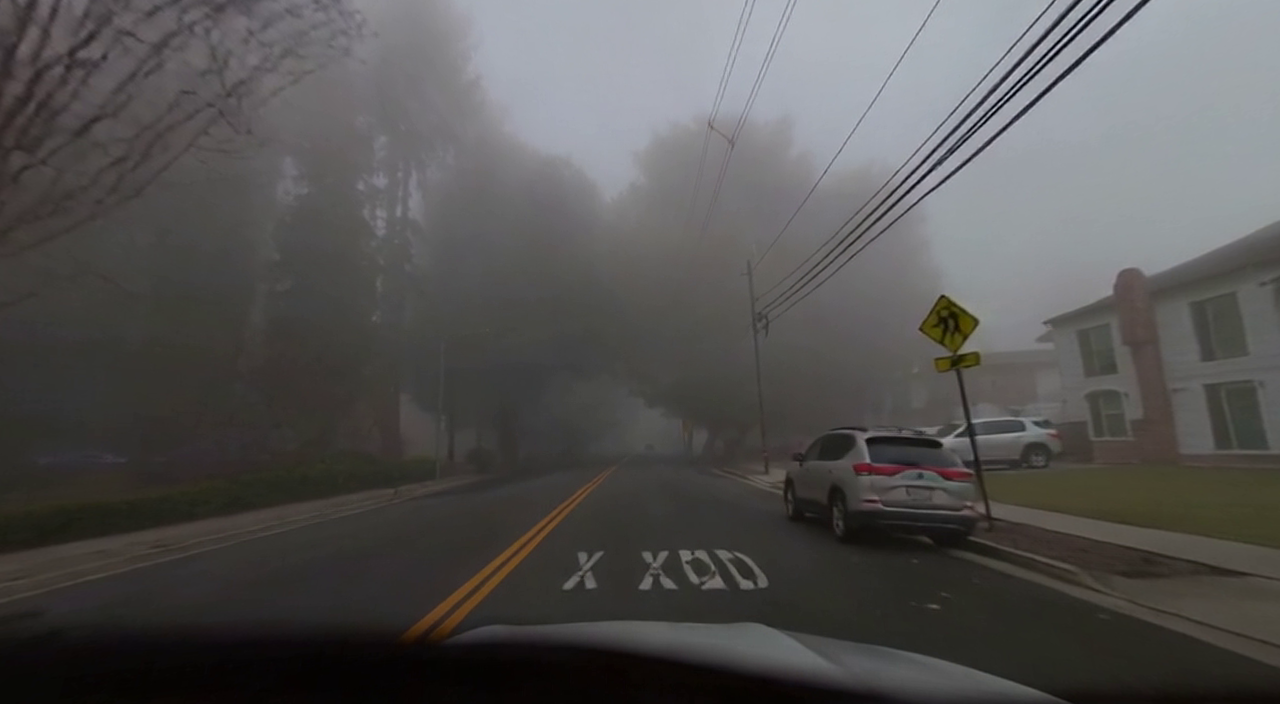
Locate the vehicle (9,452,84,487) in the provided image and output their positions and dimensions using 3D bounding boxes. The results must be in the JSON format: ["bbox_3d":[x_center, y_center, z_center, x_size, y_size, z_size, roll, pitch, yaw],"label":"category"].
[{"bbox_3d":[-29.110,5.686,30.931,4.558,1.495,1.925,-7,-10,38],"label":"vehicle"}]

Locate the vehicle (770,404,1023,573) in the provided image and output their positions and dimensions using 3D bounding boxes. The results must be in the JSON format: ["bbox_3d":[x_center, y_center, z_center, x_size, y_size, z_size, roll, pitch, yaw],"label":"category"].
[{"bbox_3d":[3.429,1.873,9.439,1.949,1.807,4.224,4,-8,-1],"label":"vehicle"}]
